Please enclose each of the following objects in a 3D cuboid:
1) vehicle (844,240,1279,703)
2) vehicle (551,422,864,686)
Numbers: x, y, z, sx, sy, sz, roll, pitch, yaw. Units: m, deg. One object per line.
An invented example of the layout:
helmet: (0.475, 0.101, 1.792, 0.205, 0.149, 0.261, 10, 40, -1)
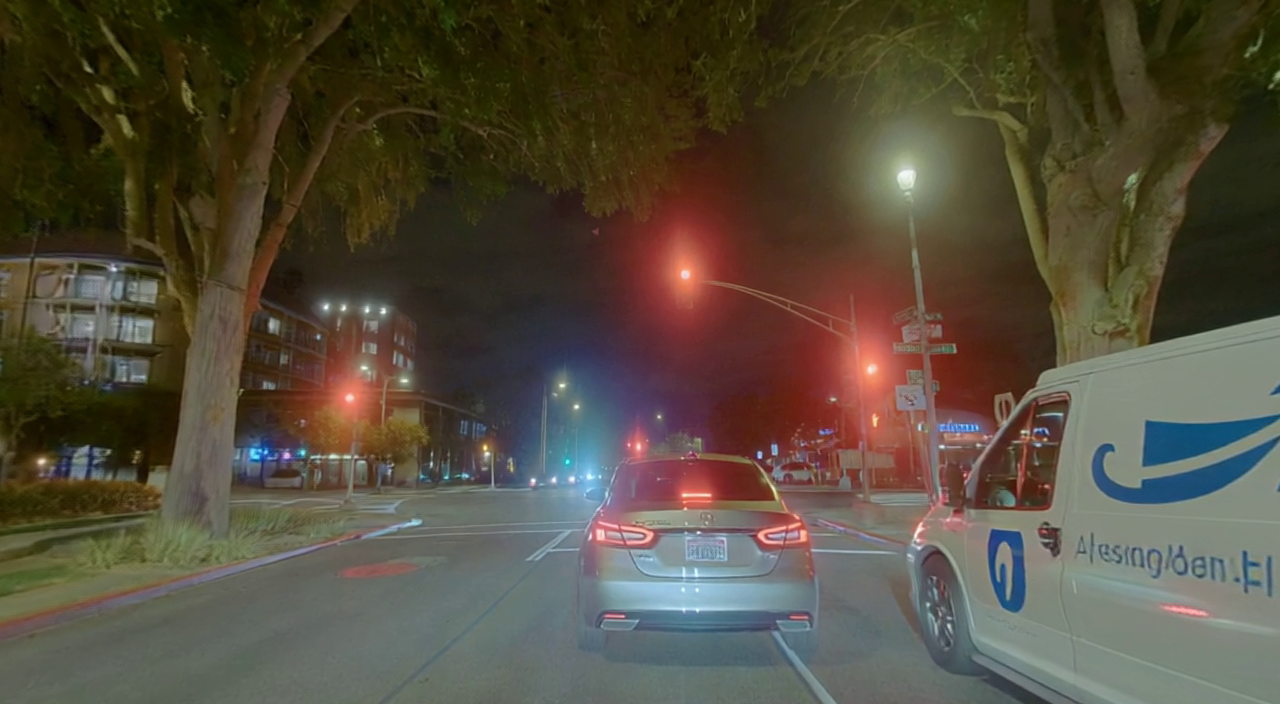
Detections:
vehicle: (2.852, 0.883, 2.873, 2.054, 1.965, 5.248, 1, -11, 0)
vehicle: (0.384, 1.613, 5.860, 1.961, 1.629, 3.610, 1, -11, -2)
